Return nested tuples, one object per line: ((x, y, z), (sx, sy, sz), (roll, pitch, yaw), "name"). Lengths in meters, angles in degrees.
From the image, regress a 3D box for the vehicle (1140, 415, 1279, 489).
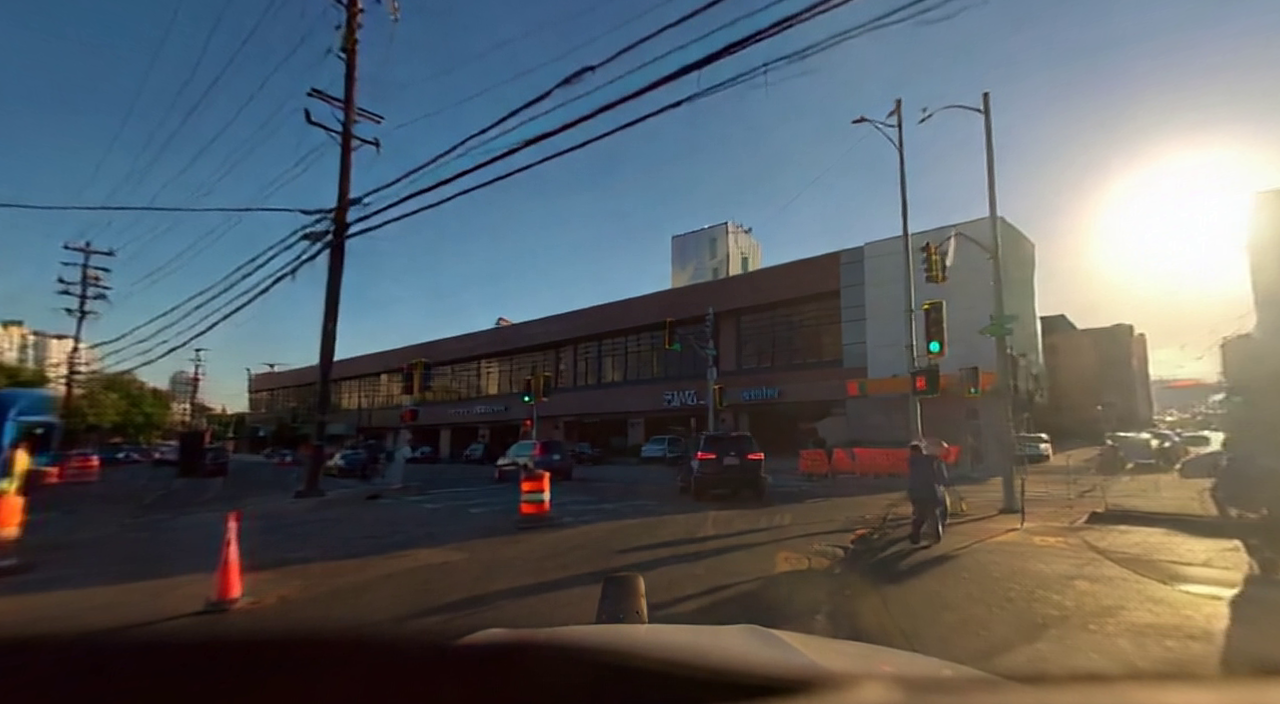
((16.533, 2.615, 16.633), (4.740, 1.802, 2.249), (-4, -9, 25), "vehicle")

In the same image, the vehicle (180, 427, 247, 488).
((-20.153, 4.963, 30.017), (1.959, 2.654, 4.078), (4, -9, -26), "vehicle")

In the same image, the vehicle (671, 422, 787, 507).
((2.097, 2.867, 16.653), (2.256, 1.859, 5.118), (0, -8, -1), "vehicle")

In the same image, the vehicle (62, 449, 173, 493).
((-23.191, 5.252, 28.333), (2.509, 1.731, 4.549), (3, -9, -23), "vehicle")

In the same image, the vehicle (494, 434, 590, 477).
((-4.996, 5.125, 31.592), (2.206, 1.911, 5.548), (6, -10, -39), "vehicle")

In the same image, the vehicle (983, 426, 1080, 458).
((22.070, 5.107, 35.707), (4.382, 1.688, 1.937), (-6, -10, 36), "vehicle")
